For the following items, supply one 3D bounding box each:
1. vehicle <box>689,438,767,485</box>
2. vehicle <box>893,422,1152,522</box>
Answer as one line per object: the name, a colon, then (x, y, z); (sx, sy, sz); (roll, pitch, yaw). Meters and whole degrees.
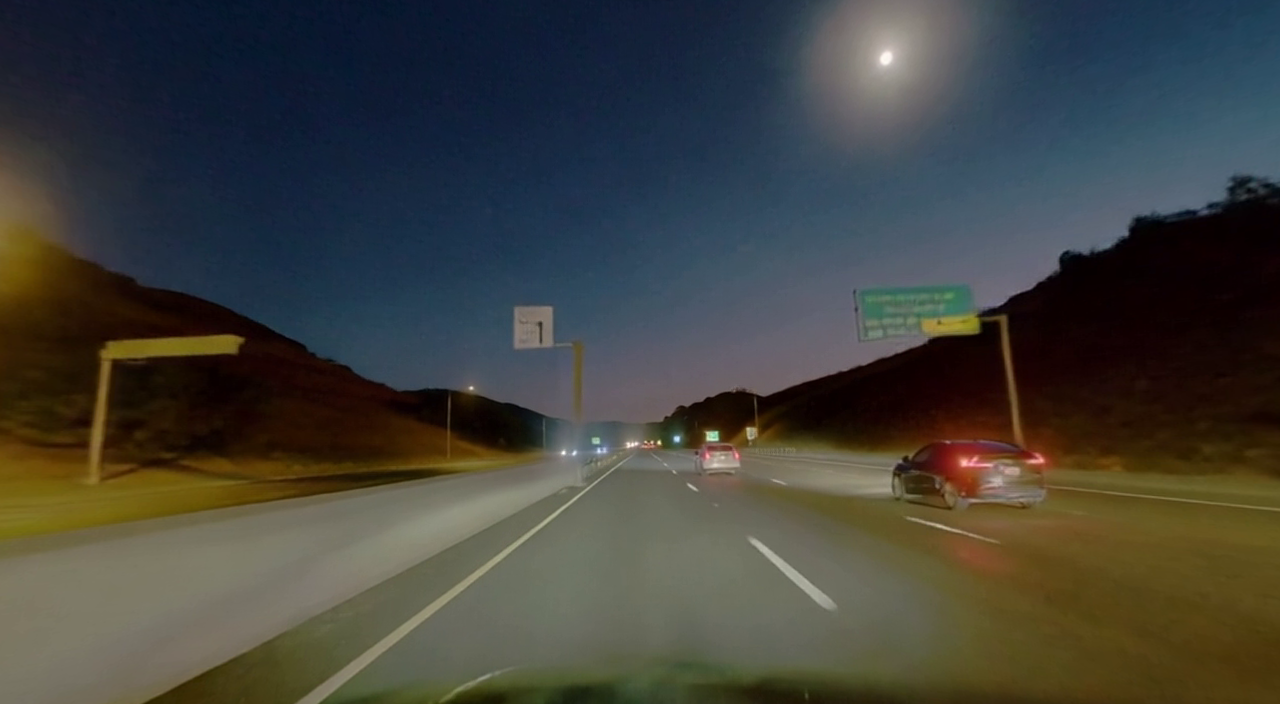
vehicle: (2.921, 3.745, 21.921); (2.044, 1.444, 4.216); (0, -8, -1)
vehicle: (6.900, 2.203, 12.215); (1.988, 1.530, 4.777); (0, -8, 0)
